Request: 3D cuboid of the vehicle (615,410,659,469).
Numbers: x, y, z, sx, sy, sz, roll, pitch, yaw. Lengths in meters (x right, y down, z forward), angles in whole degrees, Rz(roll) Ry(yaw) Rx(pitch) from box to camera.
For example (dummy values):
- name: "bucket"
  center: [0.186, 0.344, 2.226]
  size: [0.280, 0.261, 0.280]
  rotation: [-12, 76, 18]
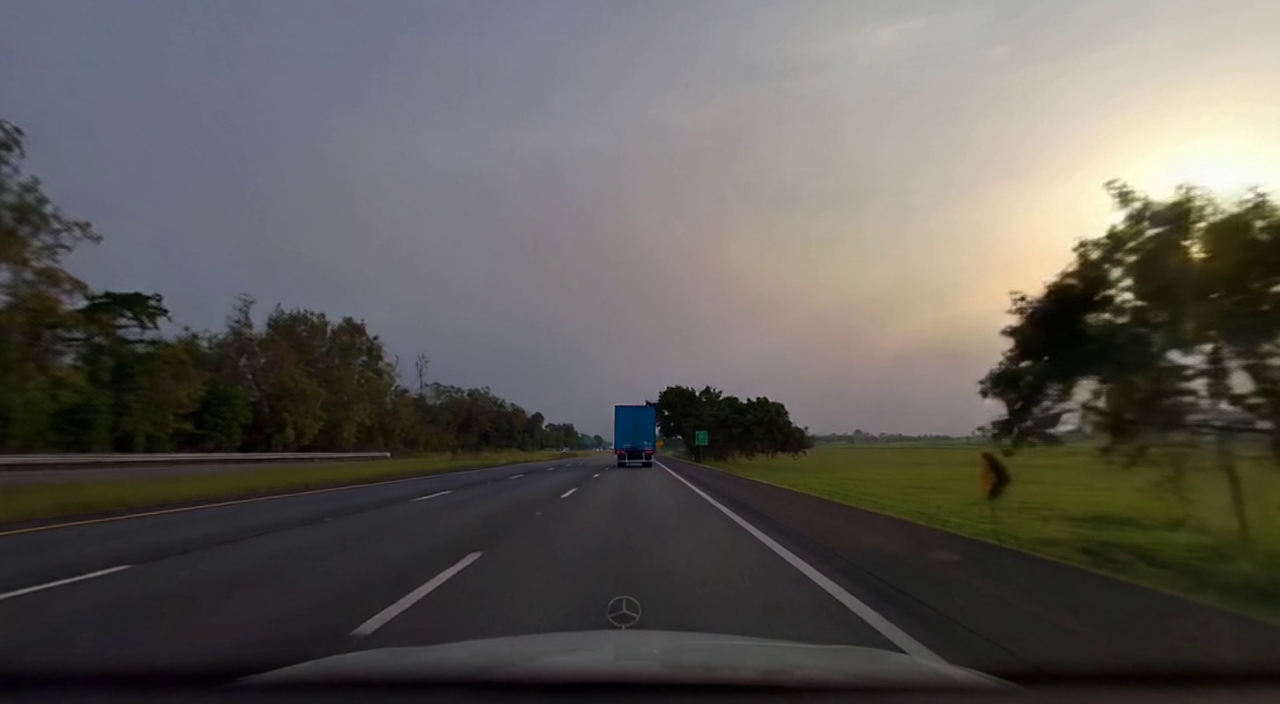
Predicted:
- name: "vehicle"
  center: [-0.330, 6.752, 47.982]
  size: [2.982, 3.947, 11.075]
  rotation: [0, -9, -1]
